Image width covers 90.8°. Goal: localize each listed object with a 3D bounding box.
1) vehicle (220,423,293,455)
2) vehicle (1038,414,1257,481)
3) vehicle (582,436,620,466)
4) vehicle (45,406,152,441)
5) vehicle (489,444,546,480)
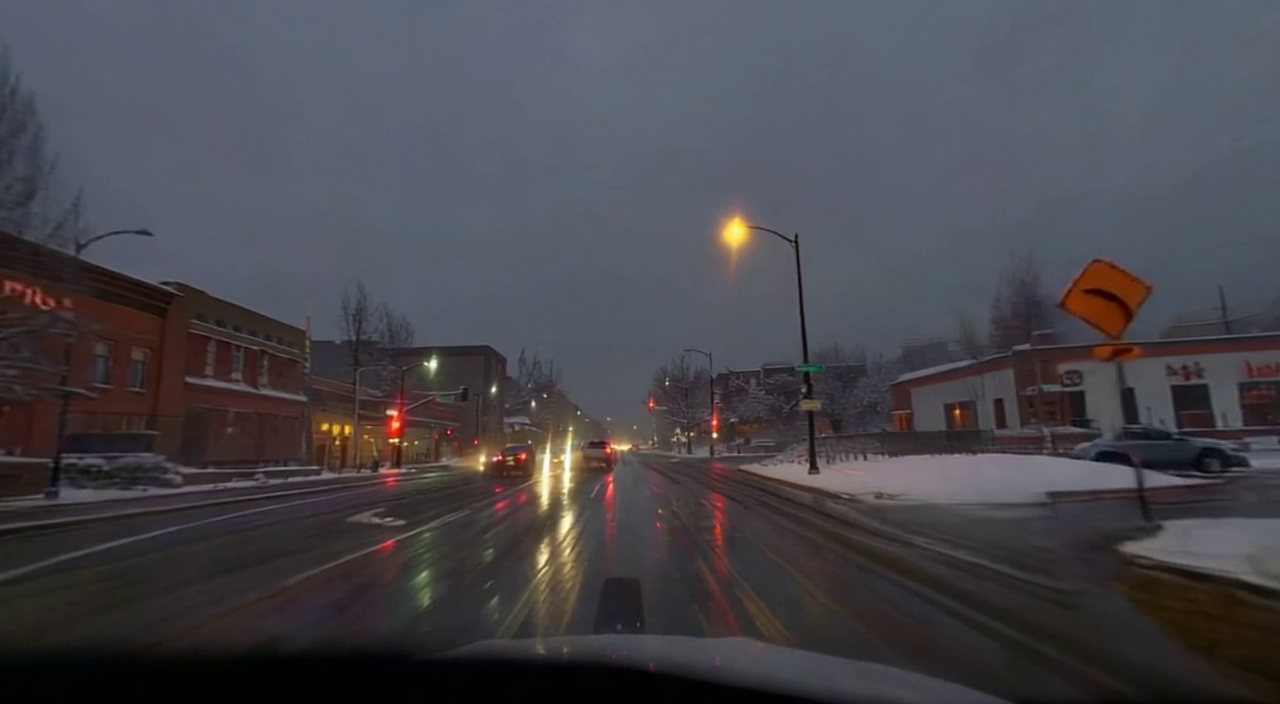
[{"bbox_3d":[-25.266,5.745,41.721,3.572,2.012,1.872,-1,-8,-1],"label":"vehicle"},{"bbox_3d":[14.843,2.850,18.735,4.562,1.648,2.028,-3,-9,3],"label":"vehicle"},{"bbox_3d":[-2.841,7.433,47.618,2.496,2.155,5.468,0,-8,0],"label":"vehicle"},{"bbox_3d":[-25.658,3.420,30.024,3.556,1.611,1.623,0,-8,2],"label":"vehicle"},{"bbox_3d":[-5.646,5.090,29.468,1.889,1.572,3.599,0,-8,1],"label":"vehicle"}]
